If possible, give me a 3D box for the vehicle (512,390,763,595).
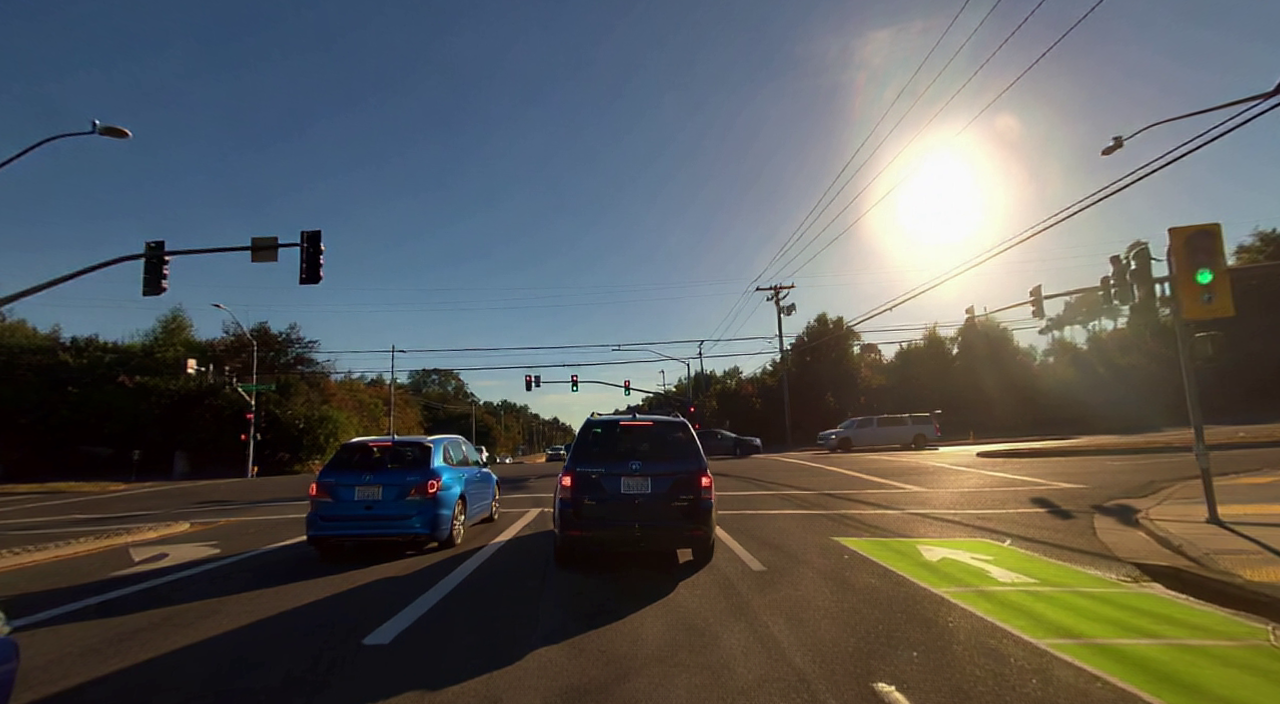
[{"bbox_3d":[-0.053,1.522,7.617,2.182,1.773,4.041,0,-8,-1],"label":"vehicle"}]

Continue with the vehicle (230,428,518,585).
[{"bbox_3d":[-2.929,1.767,8.003,1.969,1.486,3.702,0,-8,1],"label":"vehicle"}]

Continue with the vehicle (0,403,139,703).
[{"bbox_3d":[-3.352,0.663,0.446,1.928,1.488,4.936,0,-8,0],"label":"vehicle"}]

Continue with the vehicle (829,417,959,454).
[{"bbox_3d":[13.856,4.608,34.821,6.143,1.944,2.229,-1,-8,5],"label":"vehicle"}]
